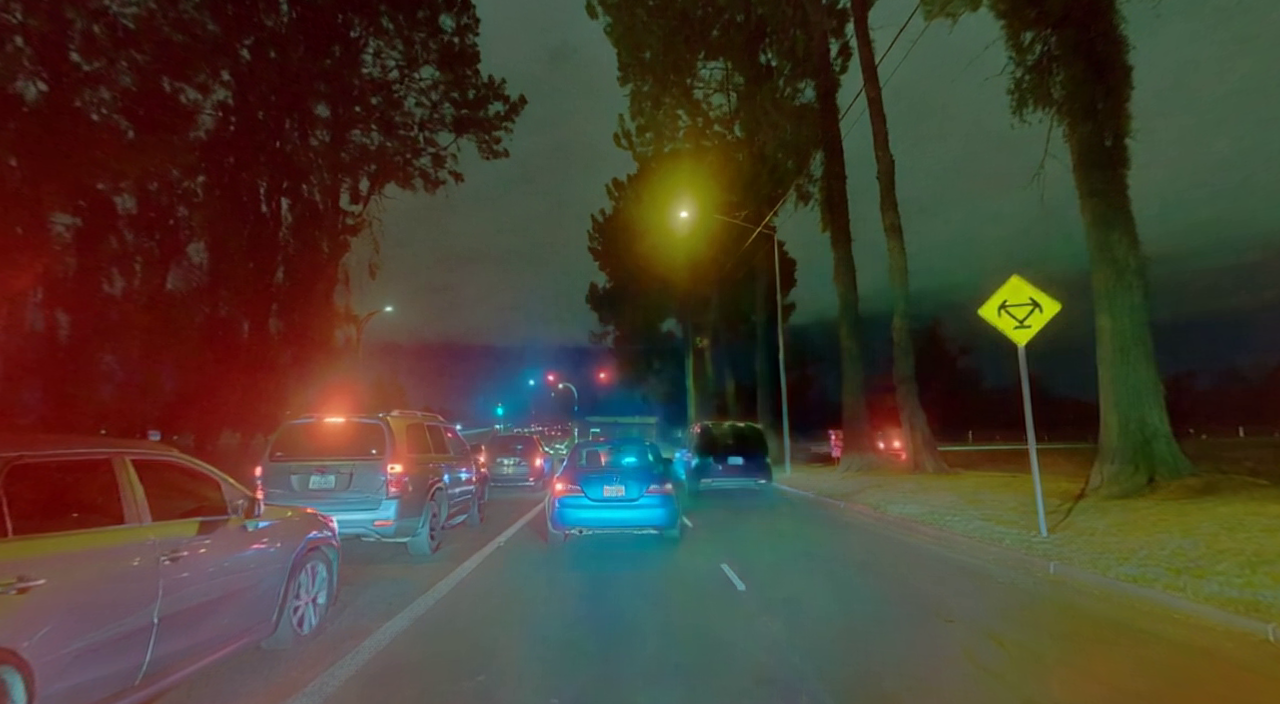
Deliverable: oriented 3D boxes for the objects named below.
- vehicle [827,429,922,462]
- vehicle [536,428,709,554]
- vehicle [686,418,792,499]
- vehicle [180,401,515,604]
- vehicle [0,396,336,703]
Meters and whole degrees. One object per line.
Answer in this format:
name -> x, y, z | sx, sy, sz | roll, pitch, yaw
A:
vehicle -> 11.364, 4.559, 30.700 | 3.883, 1.534, 1.779 | 0, -8, 2
vehicle -> -0.257, 1.916, 9.342 | 2.025, 1.453, 3.848 | 0, -8, -2
vehicle -> 2.456, 2.806, 16.878 | 2.059, 1.864, 4.541 | 0, -8, -1
vehicle -> -2.895, 1.577, 7.450 | 1.964, 1.712, 4.097 | 0, -8, 0
vehicle -> -2.966, 0.840, 1.626 | 1.974, 1.484, 4.716 | 0, -8, 0
